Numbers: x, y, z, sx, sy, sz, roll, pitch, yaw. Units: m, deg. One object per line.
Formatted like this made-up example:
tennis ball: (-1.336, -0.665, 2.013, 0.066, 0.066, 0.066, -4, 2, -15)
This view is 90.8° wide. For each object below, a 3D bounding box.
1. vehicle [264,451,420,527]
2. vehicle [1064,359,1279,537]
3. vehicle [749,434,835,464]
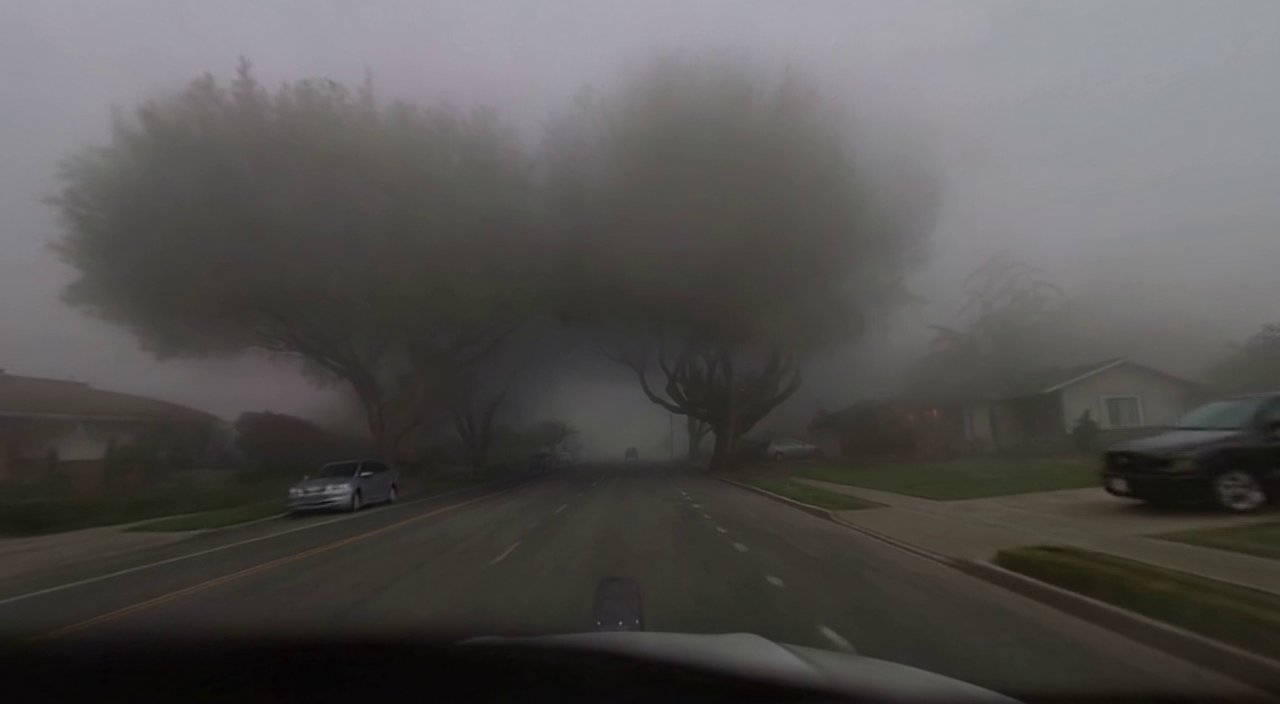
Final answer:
vehicle: (-7.573, 3.483, 16.657, 1.973, 1.500, 4.781, -5, -9, -3)
vehicle: (9.032, 1.096, 8.352, 5.221, 1.958, 1.992, -4, -9, 0)
vehicle: (8.903, 5.724, 37.271, 4.535, 1.697, 1.968, 0, -9, -1)
